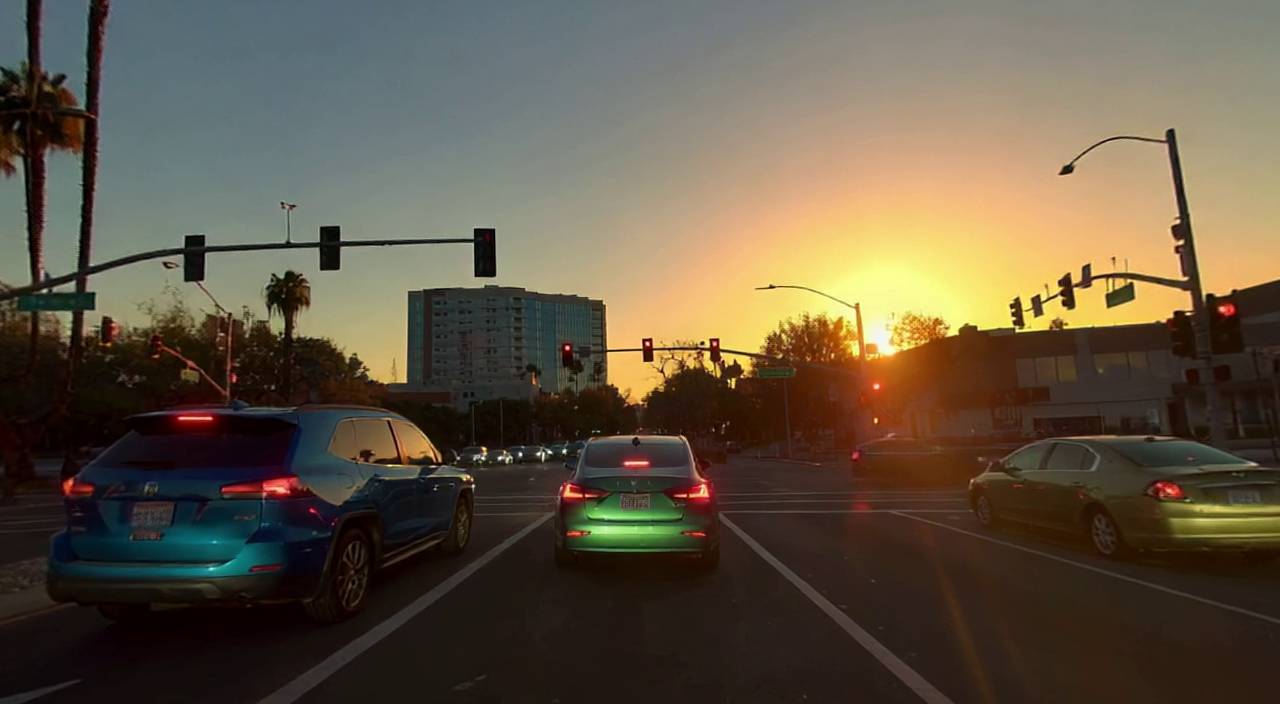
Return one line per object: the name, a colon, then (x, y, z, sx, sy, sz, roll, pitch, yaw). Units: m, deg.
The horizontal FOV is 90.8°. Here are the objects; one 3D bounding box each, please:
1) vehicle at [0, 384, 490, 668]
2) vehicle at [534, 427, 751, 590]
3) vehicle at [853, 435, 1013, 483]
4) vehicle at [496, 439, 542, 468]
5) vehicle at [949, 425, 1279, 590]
vehicle: (-3.104, 1.366, 6.092, 2.051, 1.682, 4.467, 0, -8, 2)
vehicle: (-0.007, 1.701, 7.732, 1.942, 1.445, 3.973, 0, -8, -1)
vehicle: (10.497, 3.862, 22.925, 4.742, 1.605, 2.117, 0, -8, 0)
vehicle: (-7.963, 6.701, 42.002, 2.130, 1.810, 4.450, -2, -8, 1)
vehicle: (6.093, 1.760, 8.093, 1.970, 1.489, 4.482, 0, -8, -1)
